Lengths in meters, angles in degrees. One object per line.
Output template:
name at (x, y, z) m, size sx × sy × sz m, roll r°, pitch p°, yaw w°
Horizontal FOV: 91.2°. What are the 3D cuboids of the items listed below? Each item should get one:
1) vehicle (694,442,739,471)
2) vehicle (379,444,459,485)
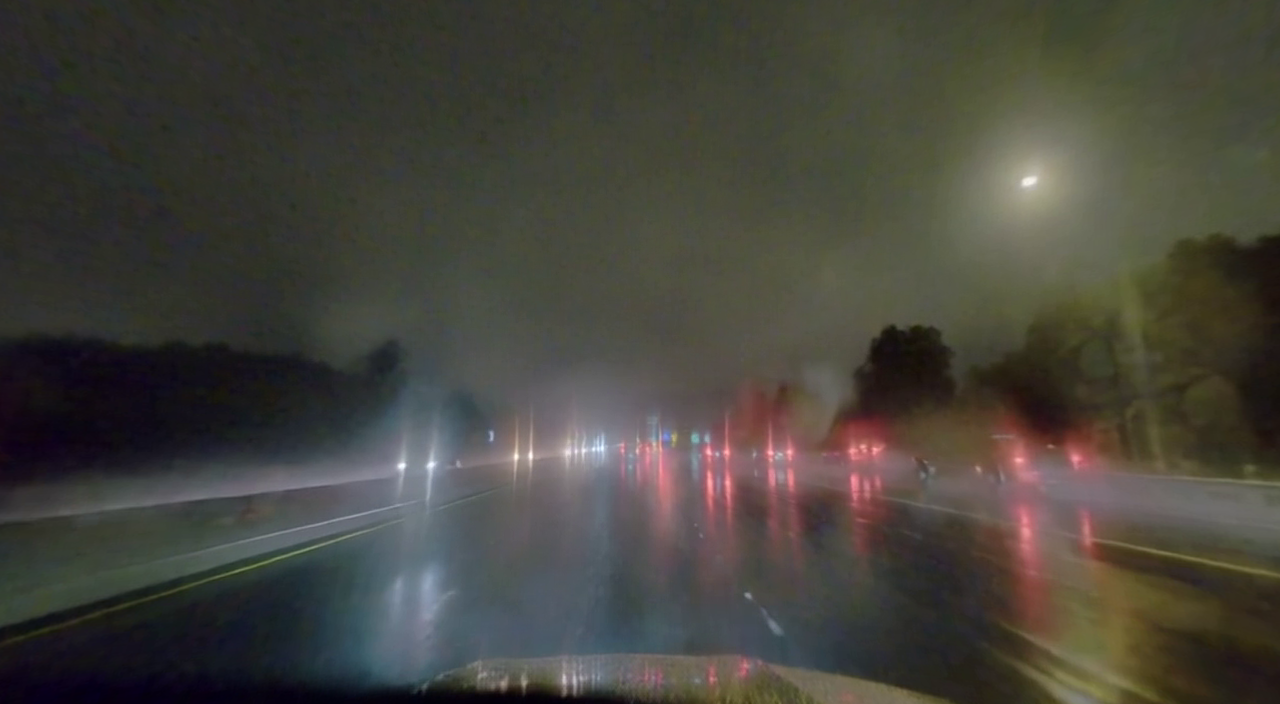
vehicle at (4.152, 5.721, 34.470) m, size 1.917 × 1.488 × 3.693 m, roll 0°, pitch -9°, yaw -1°
vehicle at (-9.667, 4.939, 27.796) m, size 1.995 × 1.655 × 4.268 m, roll 0°, pitch -9°, yaw 0°
